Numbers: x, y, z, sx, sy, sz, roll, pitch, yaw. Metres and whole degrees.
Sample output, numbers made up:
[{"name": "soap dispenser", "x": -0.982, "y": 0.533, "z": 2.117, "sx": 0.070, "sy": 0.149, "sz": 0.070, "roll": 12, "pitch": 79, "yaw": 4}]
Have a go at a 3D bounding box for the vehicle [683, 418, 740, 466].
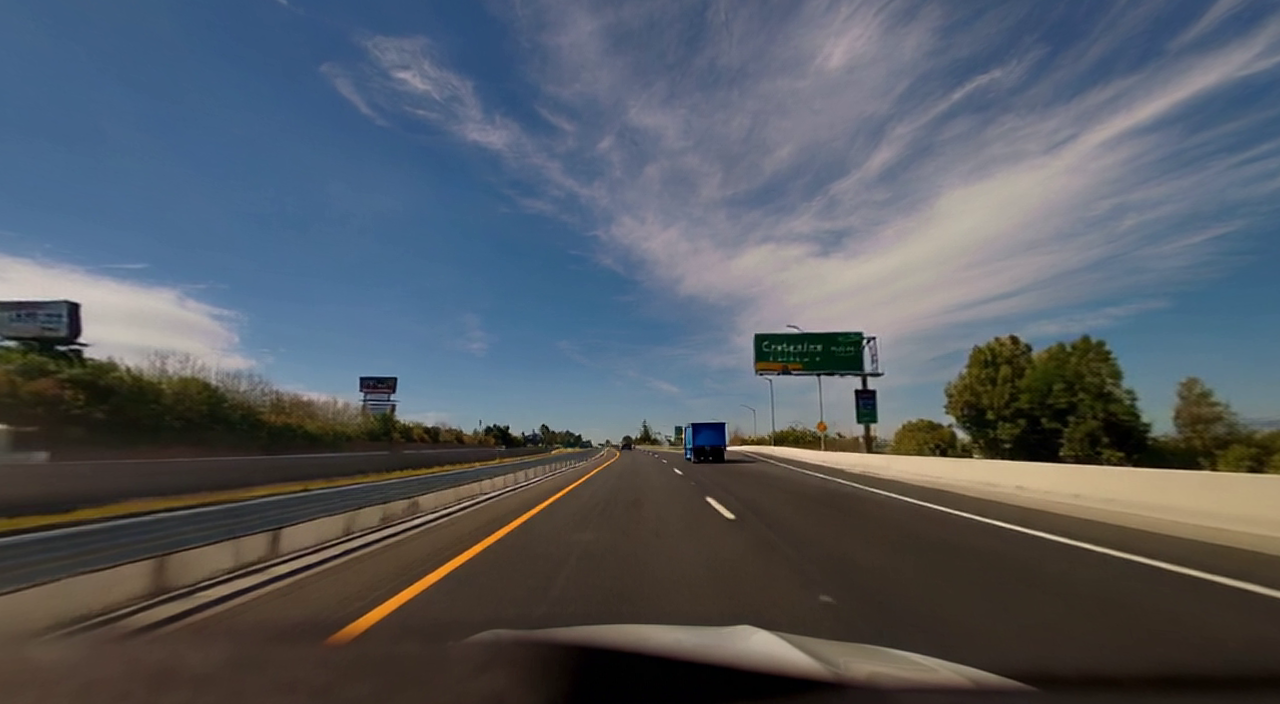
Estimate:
[{"name": "vehicle", "x": 4.009, "y": 5.249, "z": 36.793, "sx": 2.430, "sy": 2.495, "sz": 6.062, "roll": 1, "pitch": -8, "yaw": -2}]
